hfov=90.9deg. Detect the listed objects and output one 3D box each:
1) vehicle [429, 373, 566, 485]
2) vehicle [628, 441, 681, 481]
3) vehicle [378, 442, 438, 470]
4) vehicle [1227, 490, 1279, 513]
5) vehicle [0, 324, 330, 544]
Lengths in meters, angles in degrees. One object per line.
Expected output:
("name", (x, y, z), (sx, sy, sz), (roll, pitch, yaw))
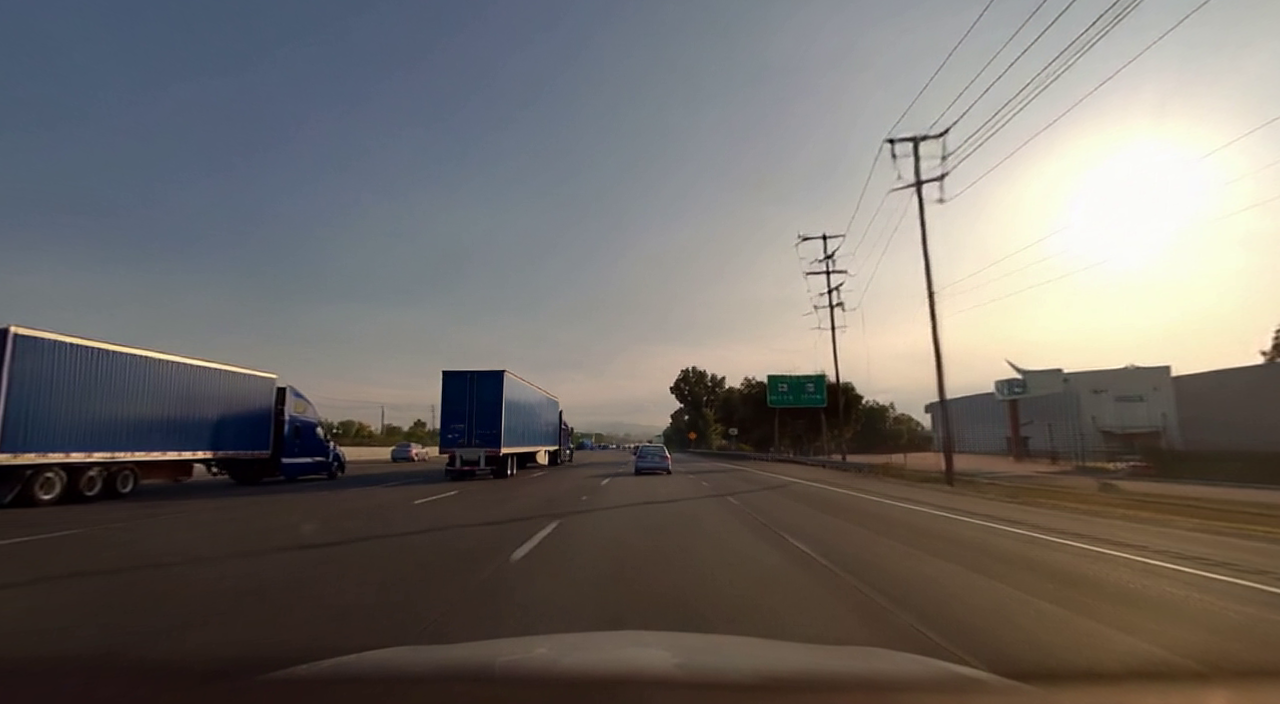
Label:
("vehicle", (-6.088, 3.942, 30.778), (2.907, 4.081, 15.311), (0, -9, 1))
("vehicle", (0.567, 4.551, 26.630), (2.055, 1.514, 4.323), (0, -9, 0))
("vehicle", (-14.365, 6.463, 39.380), (1.938, 1.679, 4.469), (0, -9, 1))
("vehicle", (49.772, 11.859, 49.924), (4.441, 1.614, 1.955), (0, -9, 2))
("vehicle", (-10.588, 1.850, 13.529), (2.896, 3.140, 9.491), (0, -9, 1))
